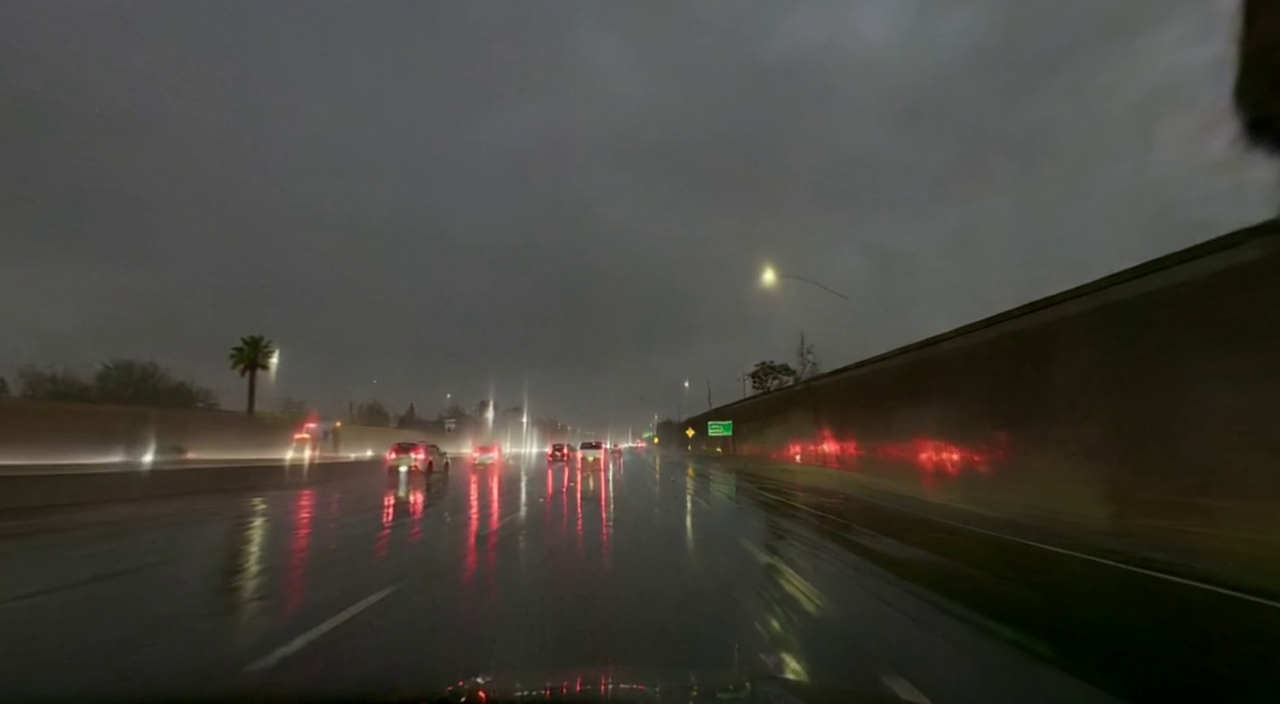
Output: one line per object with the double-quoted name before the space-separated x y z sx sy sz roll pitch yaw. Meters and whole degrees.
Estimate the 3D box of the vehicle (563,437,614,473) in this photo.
"vehicle" -2.512 5.209 32.032 2.201 1.672 4.128 0 -9 0

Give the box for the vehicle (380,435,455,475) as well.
"vehicle" -11.250 5.255 32.341 1.986 1.875 4.902 0 -9 1

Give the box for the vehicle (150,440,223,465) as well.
"vehicle" -34.665 7.688 48.438 1.943 1.838 4.661 0 -9 2

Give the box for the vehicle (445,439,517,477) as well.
"vehicle" -7.462 5.024 30.163 2.204 1.677 4.438 0 -8 1

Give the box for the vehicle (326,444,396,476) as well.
"vehicle" -15.225 5.891 34.746 1.836 1.662 4.317 0 -8 1
